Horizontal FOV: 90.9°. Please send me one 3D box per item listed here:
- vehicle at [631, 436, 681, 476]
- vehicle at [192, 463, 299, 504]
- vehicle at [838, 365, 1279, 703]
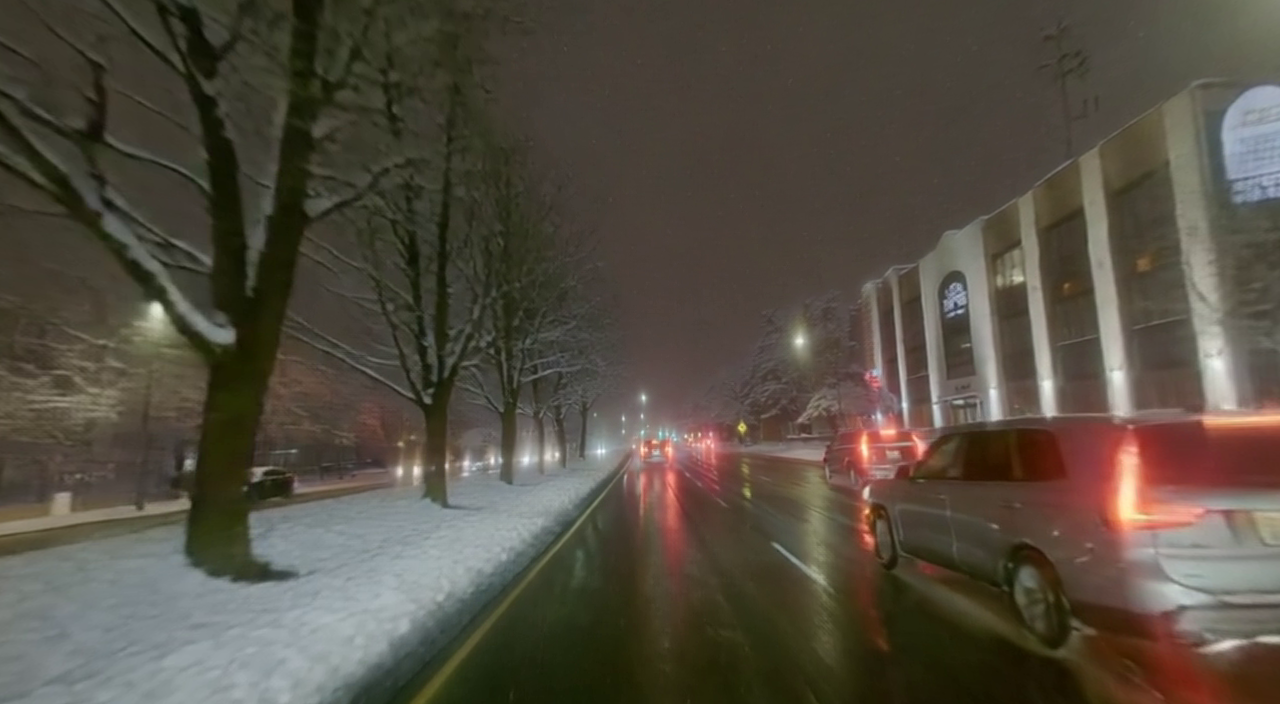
[{"bbox_3d":[0.658,4.701,28.729,2.125,1.669,3.880,0,-8,0],"label":"vehicle"},{"bbox_3d":[-18.341,6.109,29.598,1.947,1.609,4.589,-1,-8,1],"label":"vehicle"},{"bbox_3d":[3.206,1.177,4.657,1.931,1.591,4.708,0,-8,0],"label":"vehicle"}]
